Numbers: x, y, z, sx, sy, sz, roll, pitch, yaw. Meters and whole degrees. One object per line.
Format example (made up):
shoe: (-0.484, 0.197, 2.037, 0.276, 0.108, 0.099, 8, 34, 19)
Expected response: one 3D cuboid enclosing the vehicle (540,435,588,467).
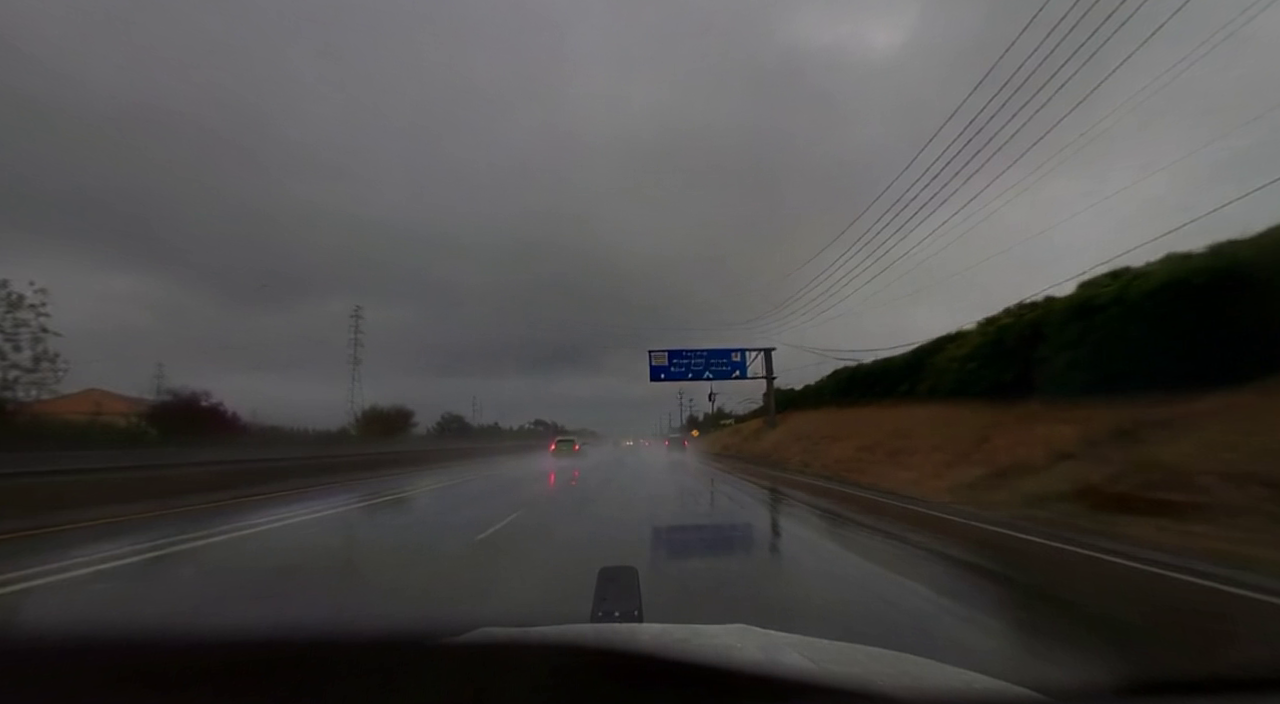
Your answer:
vehicle: (-3.969, 5.270, 33.694, 2.016, 1.543, 4.870, 0, -8, 0)
